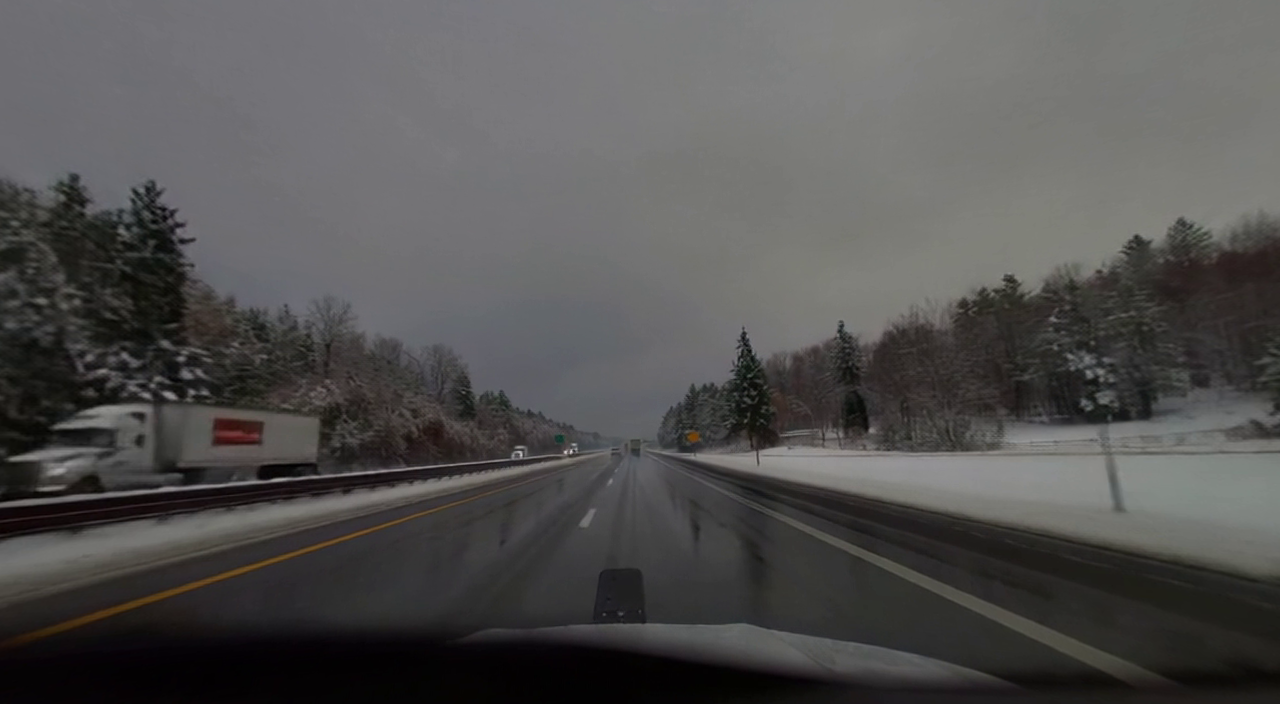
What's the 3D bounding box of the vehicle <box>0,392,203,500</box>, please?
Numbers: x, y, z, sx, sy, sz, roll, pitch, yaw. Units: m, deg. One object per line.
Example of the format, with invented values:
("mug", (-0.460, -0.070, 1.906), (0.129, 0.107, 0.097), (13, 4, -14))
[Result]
("vehicle", (-21.018, 3.705, 25.043), (2.978, 3.740, 5.936), (0, -9, -1))
